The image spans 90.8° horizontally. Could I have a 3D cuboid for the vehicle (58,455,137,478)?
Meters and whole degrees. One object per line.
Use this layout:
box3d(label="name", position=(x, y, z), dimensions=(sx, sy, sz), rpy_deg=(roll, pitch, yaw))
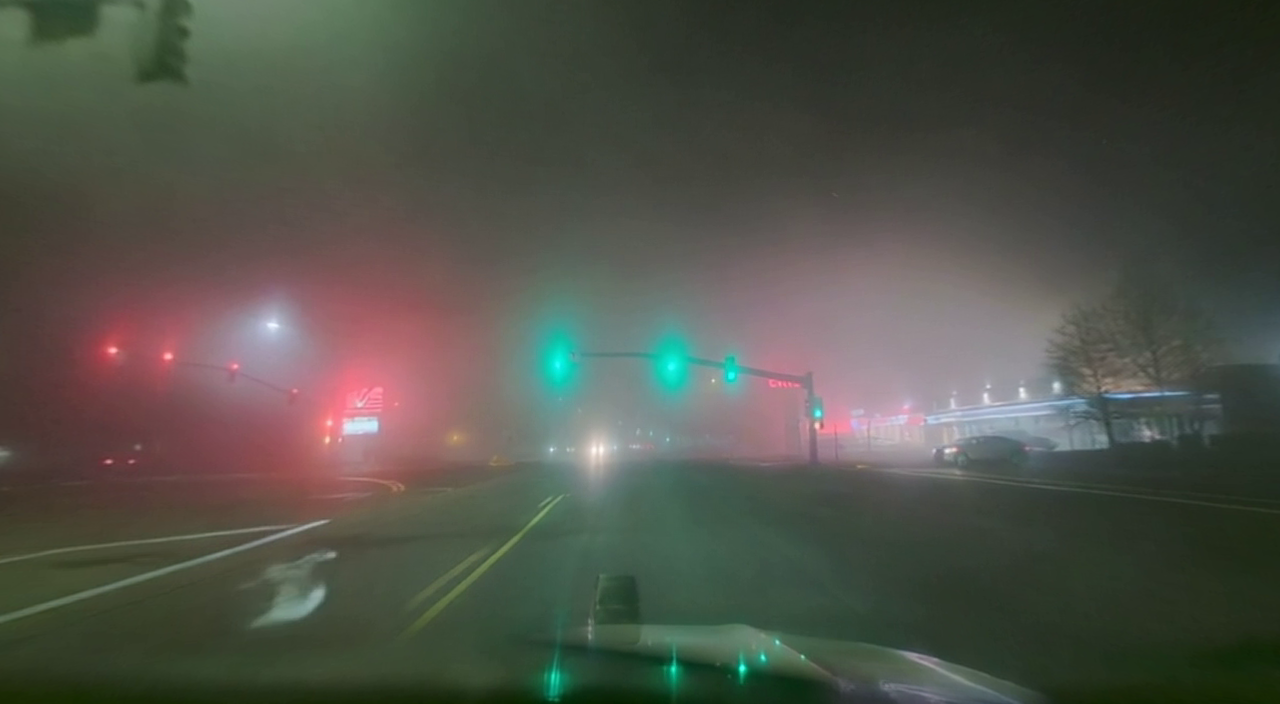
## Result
box3d(label="vehicle", position=(-38.044, 8.008, 44.330), dimensions=(4.249, 1.483, 1.890), rpy_deg=(-3, -8, 12))
